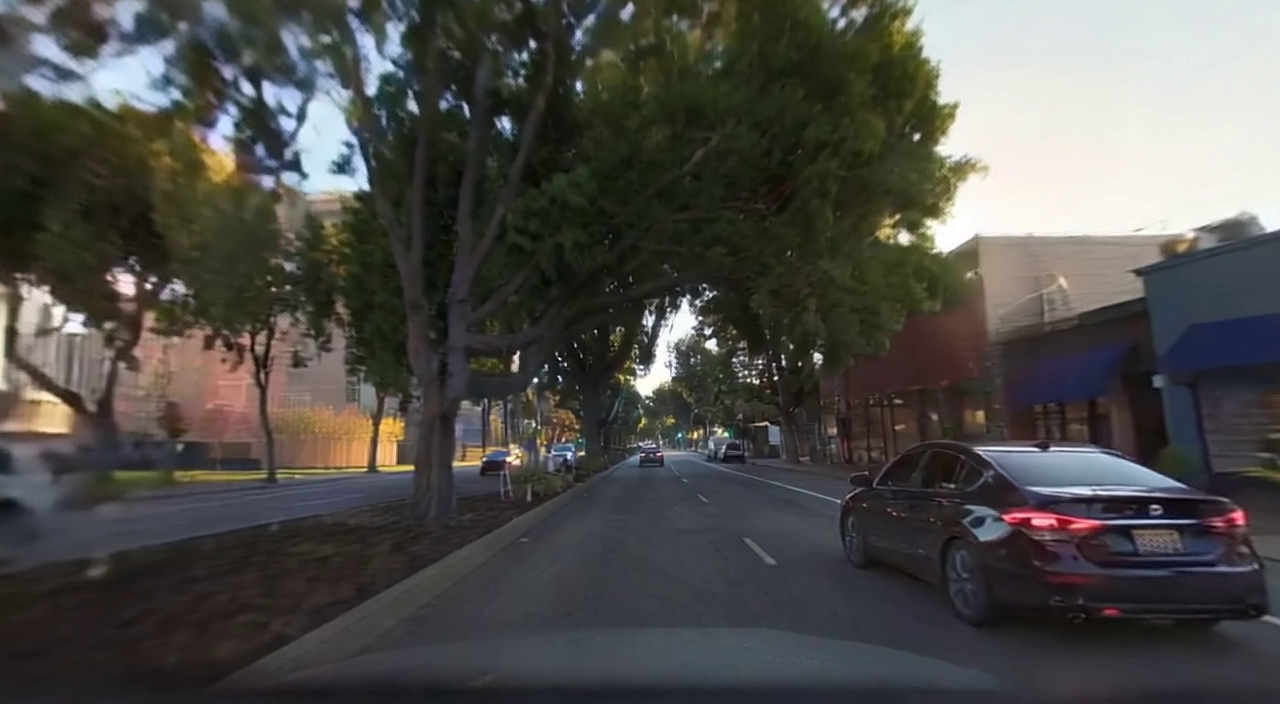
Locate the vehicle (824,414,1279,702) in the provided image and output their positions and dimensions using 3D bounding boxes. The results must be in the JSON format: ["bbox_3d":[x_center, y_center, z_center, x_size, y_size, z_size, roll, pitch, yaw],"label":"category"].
[{"bbox_3d":[3.193,1.383,5.405,1.989,1.498,4.050,0,-8,0],"label":"vehicle"}]

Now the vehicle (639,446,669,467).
[{"bbox_3d":[0.904,7.043,42.832,1.945,1.343,3.827,0,-8,0],"label":"vehicle"}]

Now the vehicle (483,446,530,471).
[{"bbox_3d":[-8.262,6.605,39.332,1.922,1.464,4.201,0,-8,1],"label":"vehicle"}]
